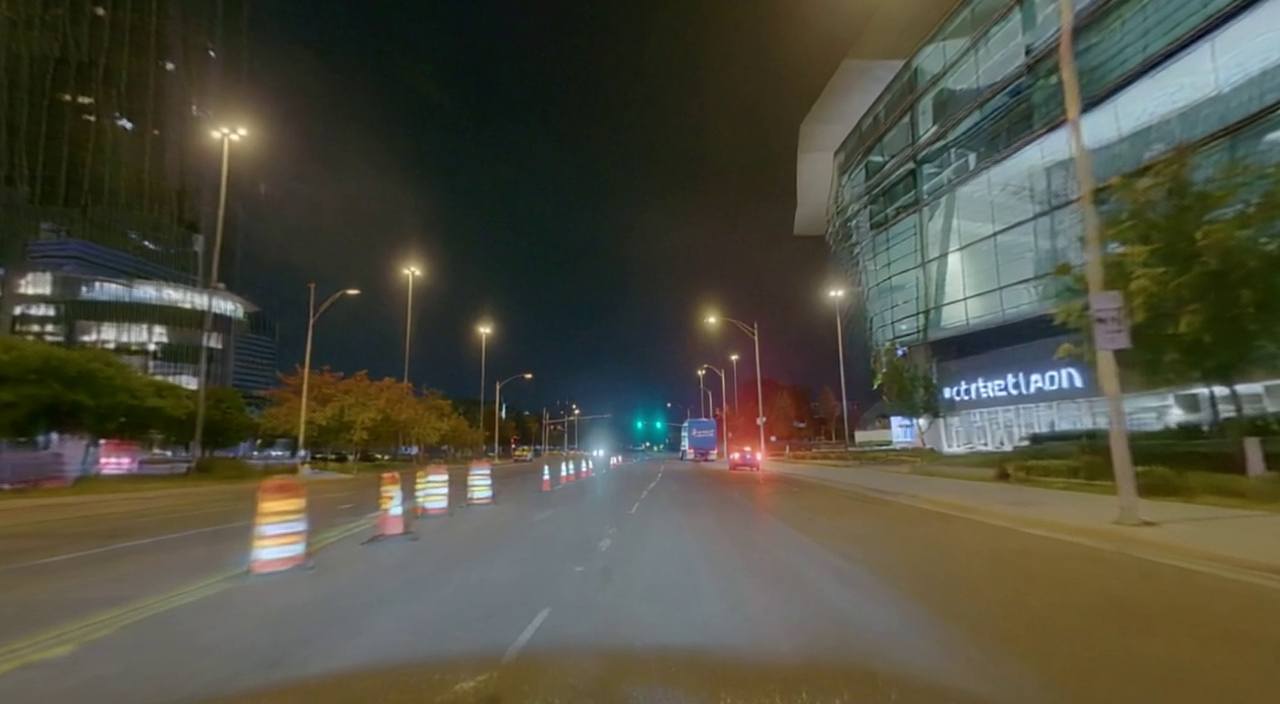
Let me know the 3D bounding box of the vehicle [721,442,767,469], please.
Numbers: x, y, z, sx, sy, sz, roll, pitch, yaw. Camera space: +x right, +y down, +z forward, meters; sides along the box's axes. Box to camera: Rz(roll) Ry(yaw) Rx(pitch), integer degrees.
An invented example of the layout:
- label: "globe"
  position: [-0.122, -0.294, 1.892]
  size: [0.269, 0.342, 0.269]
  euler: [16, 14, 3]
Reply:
- label: "vehicle"
  position: [6.464, 6.472, 39.735]
  size: [2.098, 1.619, 4.433]
  euler: [0, -8, -1]
